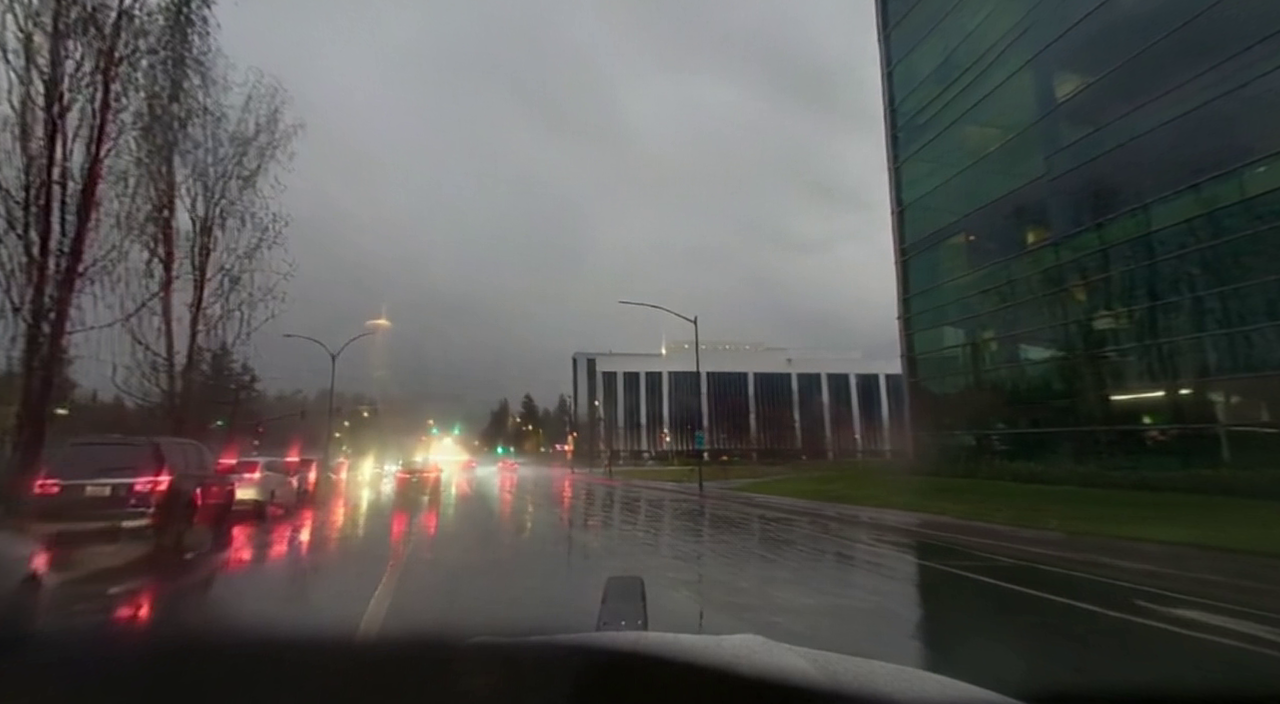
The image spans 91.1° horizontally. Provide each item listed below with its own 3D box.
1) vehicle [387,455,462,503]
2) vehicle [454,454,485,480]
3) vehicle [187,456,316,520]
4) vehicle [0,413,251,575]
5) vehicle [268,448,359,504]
[{"bbox_3d":[-8.191,4.651,23.568,2.205,1.537,4.895,4,-10,-23],"label":"vehicle"},{"bbox_3d":[-12.841,8.586,47.104,2.102,1.815,4.716,3,-9,-16],"label":"vehicle"},{"bbox_3d":[-10.915,3.775,18.094,1.868,1.514,4.870,3,-9,-16],"label":"vehicle"},{"bbox_3d":[-8.393,2.215,10.614,2.142,2.061,4.750,4,-10,-21],"label":"vehicle"},{"bbox_3d":[-12.434,4.680,24.253,2.142,1.834,4.588,1,-9,-15],"label":"vehicle"}]
